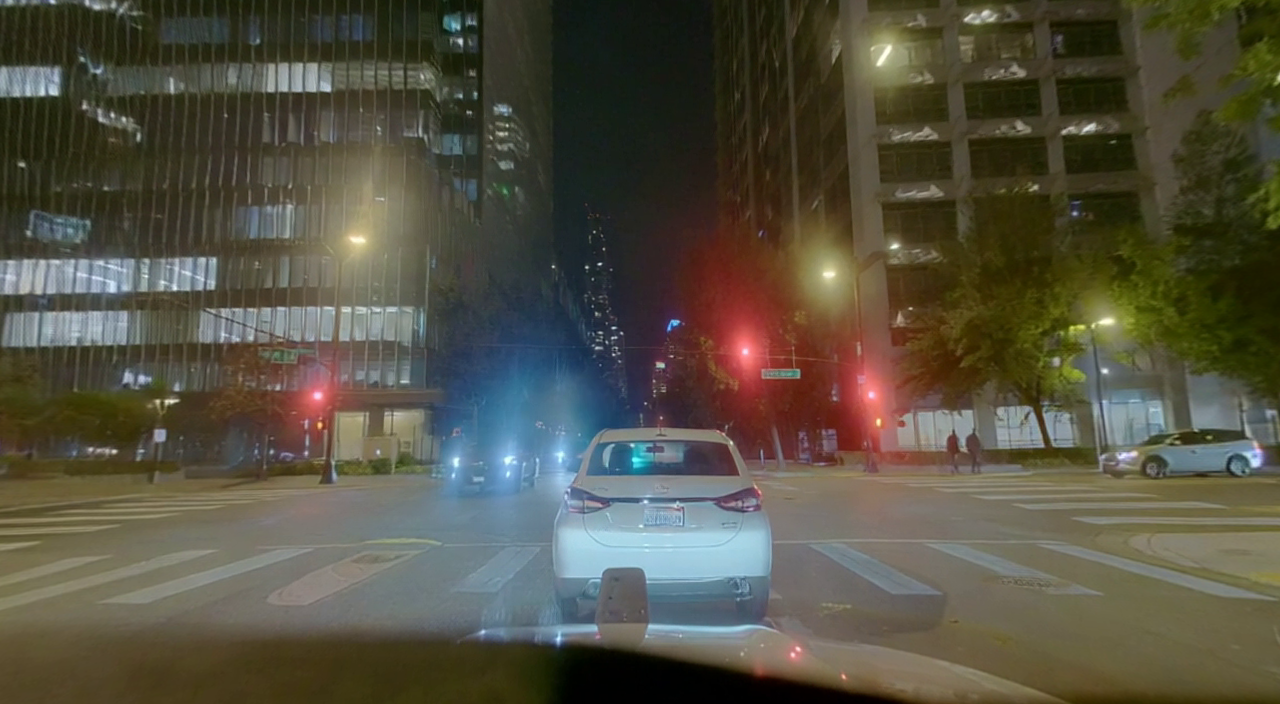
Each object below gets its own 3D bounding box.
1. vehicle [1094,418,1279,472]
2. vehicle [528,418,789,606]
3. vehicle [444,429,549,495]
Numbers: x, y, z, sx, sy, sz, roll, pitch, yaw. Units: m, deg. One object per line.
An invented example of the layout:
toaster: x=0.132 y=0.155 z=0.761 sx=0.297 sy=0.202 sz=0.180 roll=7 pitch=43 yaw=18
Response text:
vehicle: x=19.128 y=3.265 z=22.221 sx=4.675 sy=1.772 sz=1.945 roll=0 pitch=-8 yaw=-1
vehicle: x=-0.144 y=1.646 z=7.486 sx=1.893 sy=1.532 sz=4.145 roll=2 pitch=-9 yaw=-16
vehicle: x=-4.202 y=3.307 z=19.351 sx=2.006 sy=1.756 sz=4.599 roll=0 pitch=-8 yaw=2
